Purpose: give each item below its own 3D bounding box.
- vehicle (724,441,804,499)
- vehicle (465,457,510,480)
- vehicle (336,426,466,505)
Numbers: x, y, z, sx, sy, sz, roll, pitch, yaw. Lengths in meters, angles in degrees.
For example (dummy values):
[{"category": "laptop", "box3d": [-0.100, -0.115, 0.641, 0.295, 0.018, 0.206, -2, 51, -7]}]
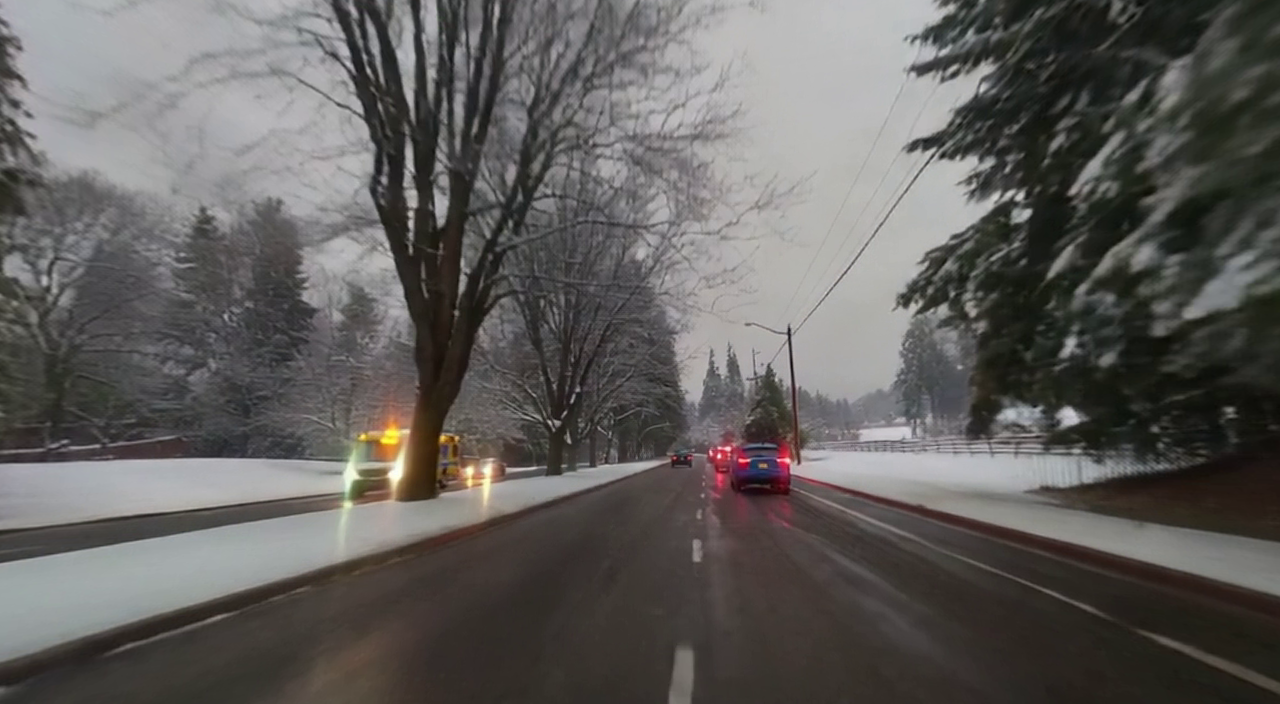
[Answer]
[{"category": "vehicle", "box3d": [3.816, 3.684, 20.158, 2.052, 1.639, 4.123, -1, -8, 5]}, {"category": "vehicle", "box3d": [-11.254, 8.657, 46.865, 1.874, 1.521, 4.244, -1, -8, 6]}, {"category": "vehicle", "box3d": [-9.905, 4.729, 26.851, 2.661, 2.737, 6.092, -6, -9, 6]}]
